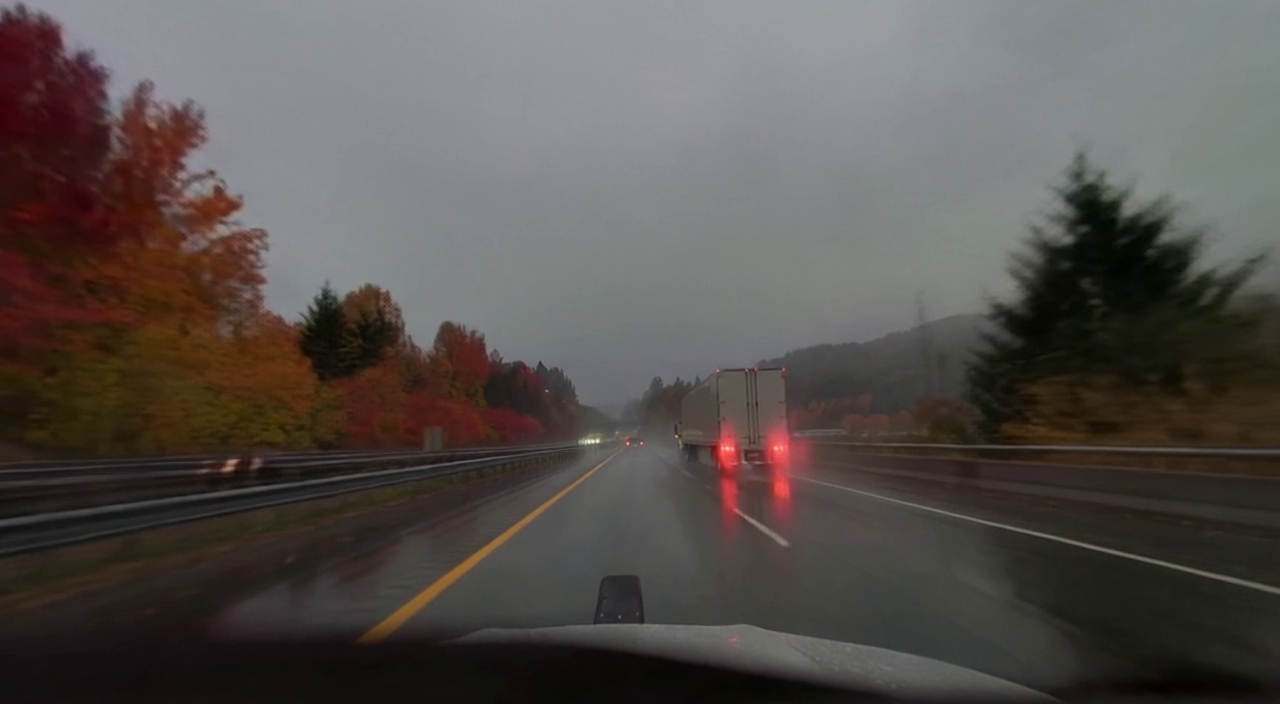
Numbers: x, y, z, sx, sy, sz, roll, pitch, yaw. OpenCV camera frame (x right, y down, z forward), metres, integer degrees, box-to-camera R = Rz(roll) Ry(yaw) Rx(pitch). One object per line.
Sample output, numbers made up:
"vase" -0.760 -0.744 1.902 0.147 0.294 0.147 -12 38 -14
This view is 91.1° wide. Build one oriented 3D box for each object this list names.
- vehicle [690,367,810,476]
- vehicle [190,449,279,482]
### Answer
"vehicle" 4.260 3.078 26.853 3.348 3.847 8.908 0 -8 -1
"vehicle" -21.293 5.943 33.225 1.867 1.515 4.266 0 -8 0
